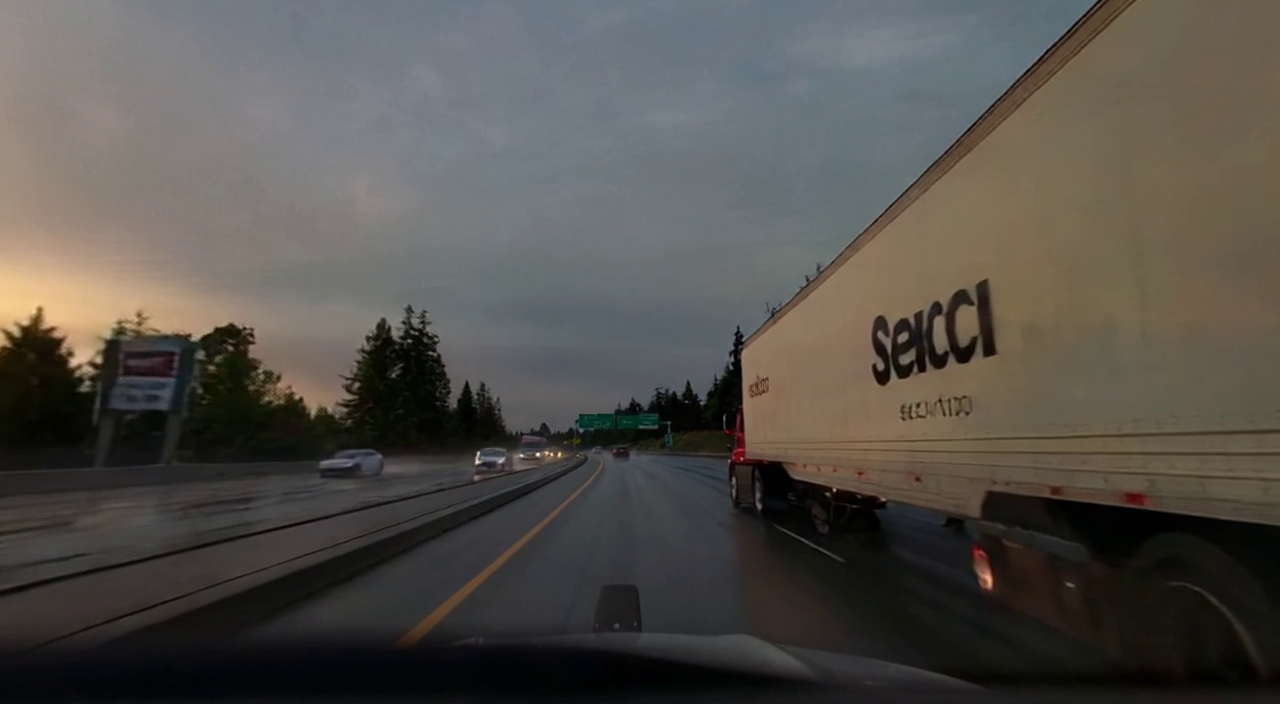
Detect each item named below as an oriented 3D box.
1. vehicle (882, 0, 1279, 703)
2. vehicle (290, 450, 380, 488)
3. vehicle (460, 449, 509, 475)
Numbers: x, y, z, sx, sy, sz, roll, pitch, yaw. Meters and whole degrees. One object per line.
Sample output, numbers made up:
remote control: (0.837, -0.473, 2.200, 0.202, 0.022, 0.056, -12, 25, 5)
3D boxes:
vehicle: (4.500, -0.219, 3.433, 2.892, 3.928, 8.380, 0, -9, 0)
vehicle: (-13.283, 5.080, 27.609, 1.832, 1.481, 4.339, 0, -9, 0)
vehicle: (-10.009, 7.108, 40.780, 2.095, 1.529, 4.706, 0, -9, -1)
